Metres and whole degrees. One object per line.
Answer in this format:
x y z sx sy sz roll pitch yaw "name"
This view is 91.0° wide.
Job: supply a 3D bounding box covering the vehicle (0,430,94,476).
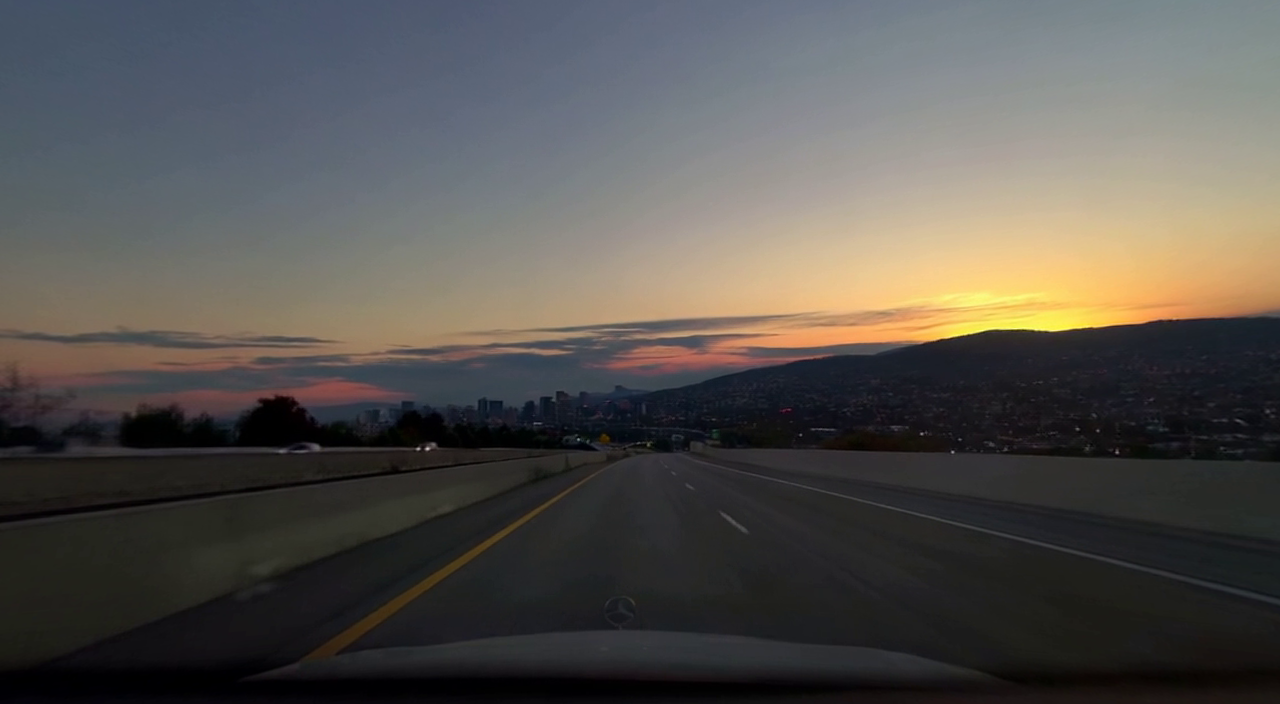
-25.676 4.136 25.809 2.117 1.751 4.999 0 -9 -2 "vehicle"
